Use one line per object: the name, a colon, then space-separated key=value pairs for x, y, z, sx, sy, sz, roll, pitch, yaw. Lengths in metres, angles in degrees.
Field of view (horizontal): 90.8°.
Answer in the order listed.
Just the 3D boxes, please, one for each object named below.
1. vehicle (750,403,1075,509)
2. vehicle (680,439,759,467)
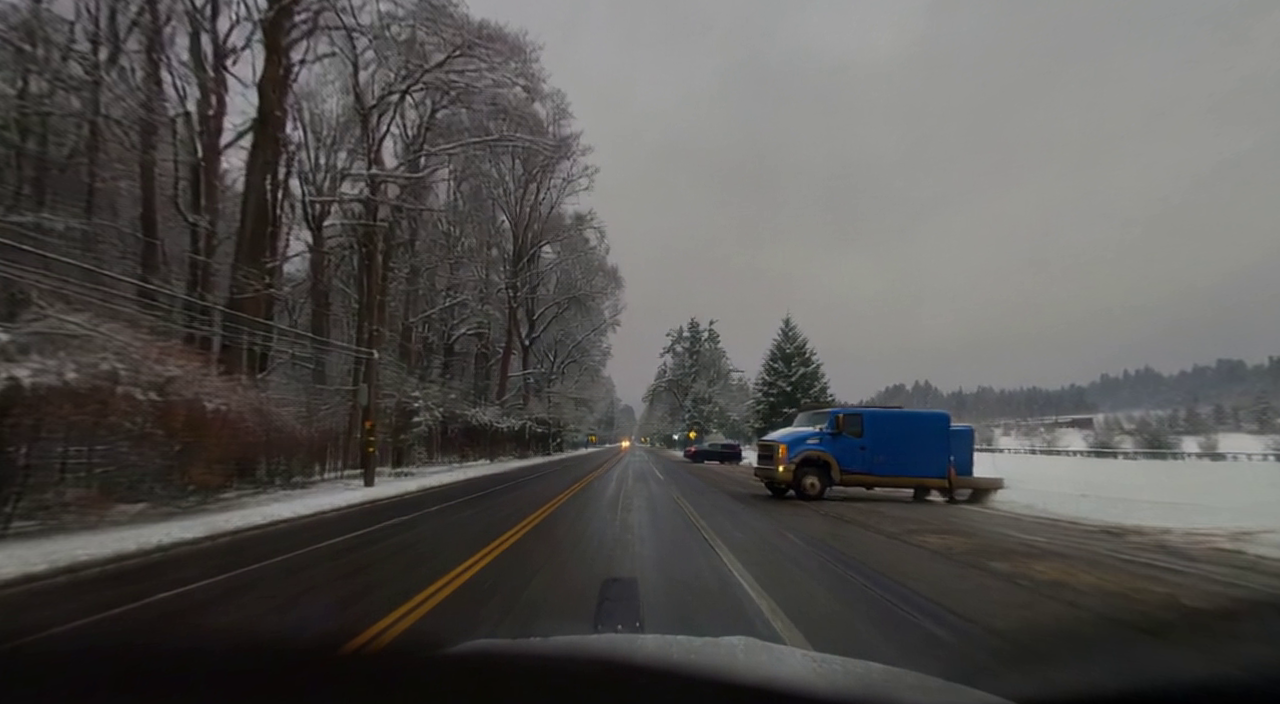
vehicle: x=6.316 y=2.495 z=15.460 sx=6.645 sy=2.298 sz=2.763 roll=0 pitch=-8 yaw=-3
vehicle: x=5.124 y=6.571 z=41.162 sx=4.791 sy=1.706 sz=1.963 roll=1 pitch=-8 yaw=-5
